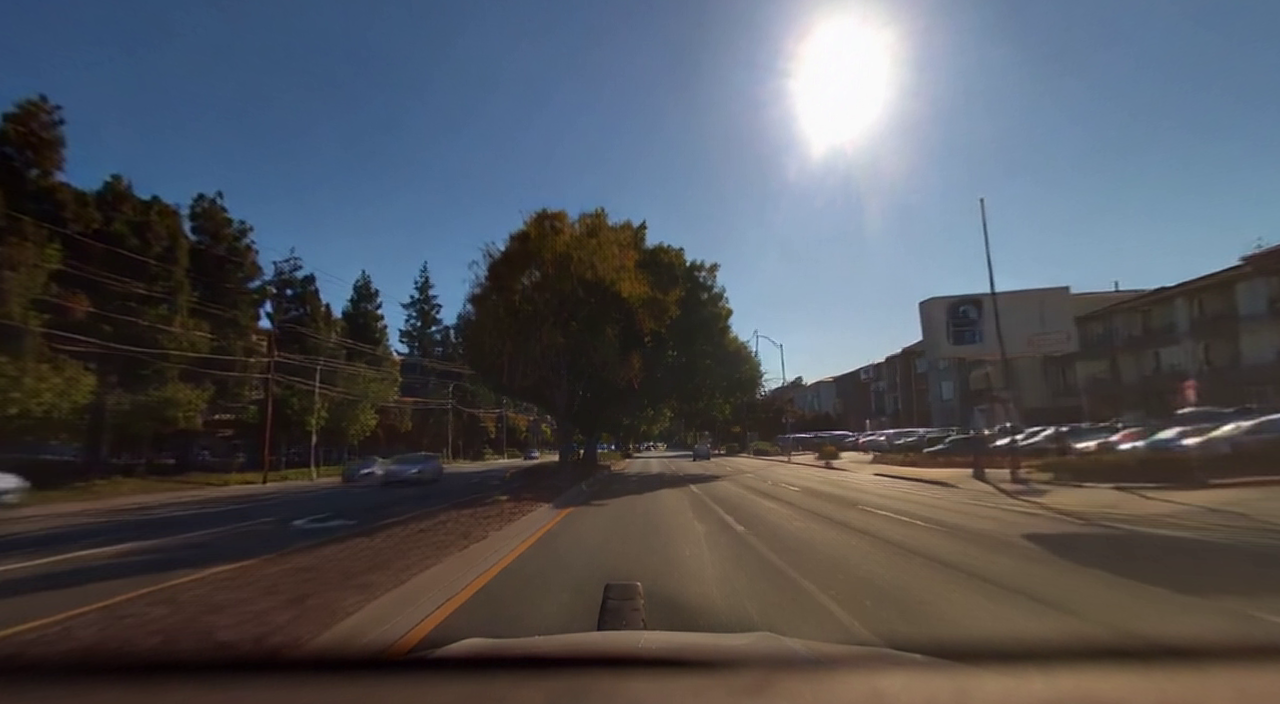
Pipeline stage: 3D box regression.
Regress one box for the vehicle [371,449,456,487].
[{"bbox_3d":[-9.787,5.023,27.701,1.942,1.468,4.708,0,-9,1],"label":"vehicle"}]
